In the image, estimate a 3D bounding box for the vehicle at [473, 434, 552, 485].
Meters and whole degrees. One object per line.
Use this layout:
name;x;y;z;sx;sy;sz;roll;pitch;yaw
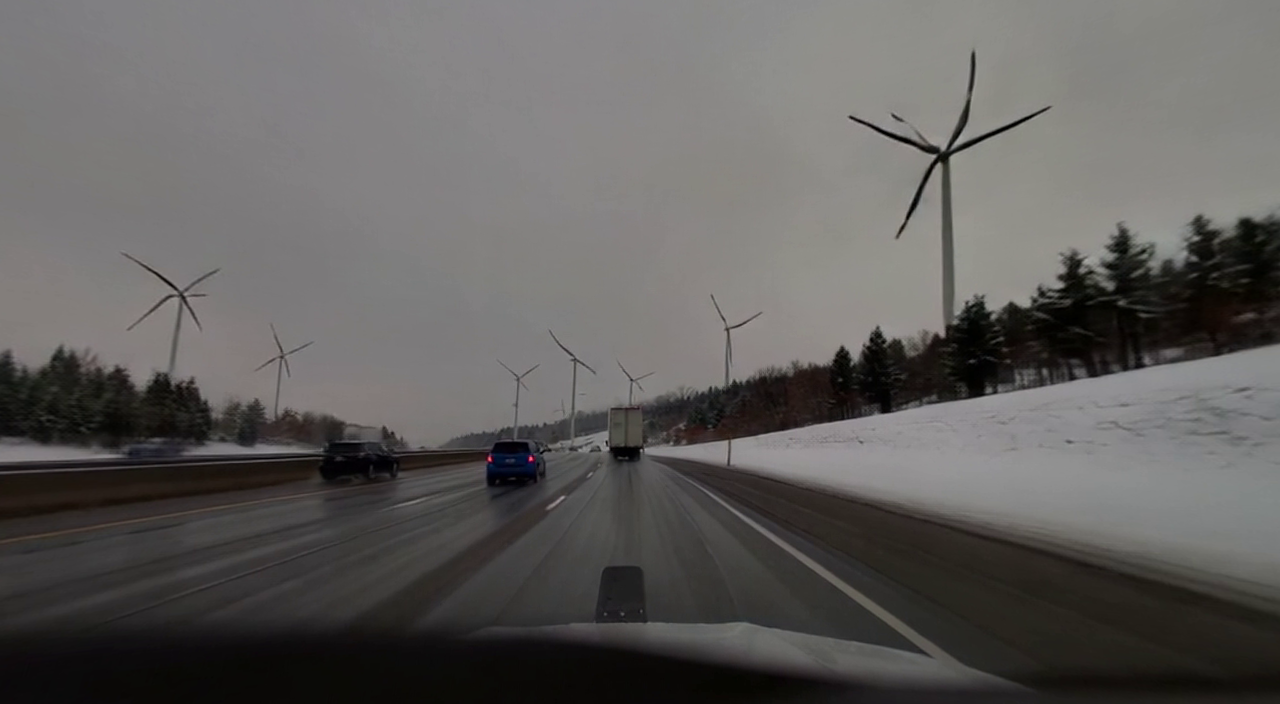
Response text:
vehicle;-4.545;3.895;23.002;2.109;1.684;3.783;0;-8;-1

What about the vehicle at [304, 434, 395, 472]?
vehicle;-15.257;5.363;33.450;2.285;1.835;5.672;0;-8;-2

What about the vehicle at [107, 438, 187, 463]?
vehicle;-34.003;6.797;43.507;1.928;1.606;4.642;0;-8;-3
